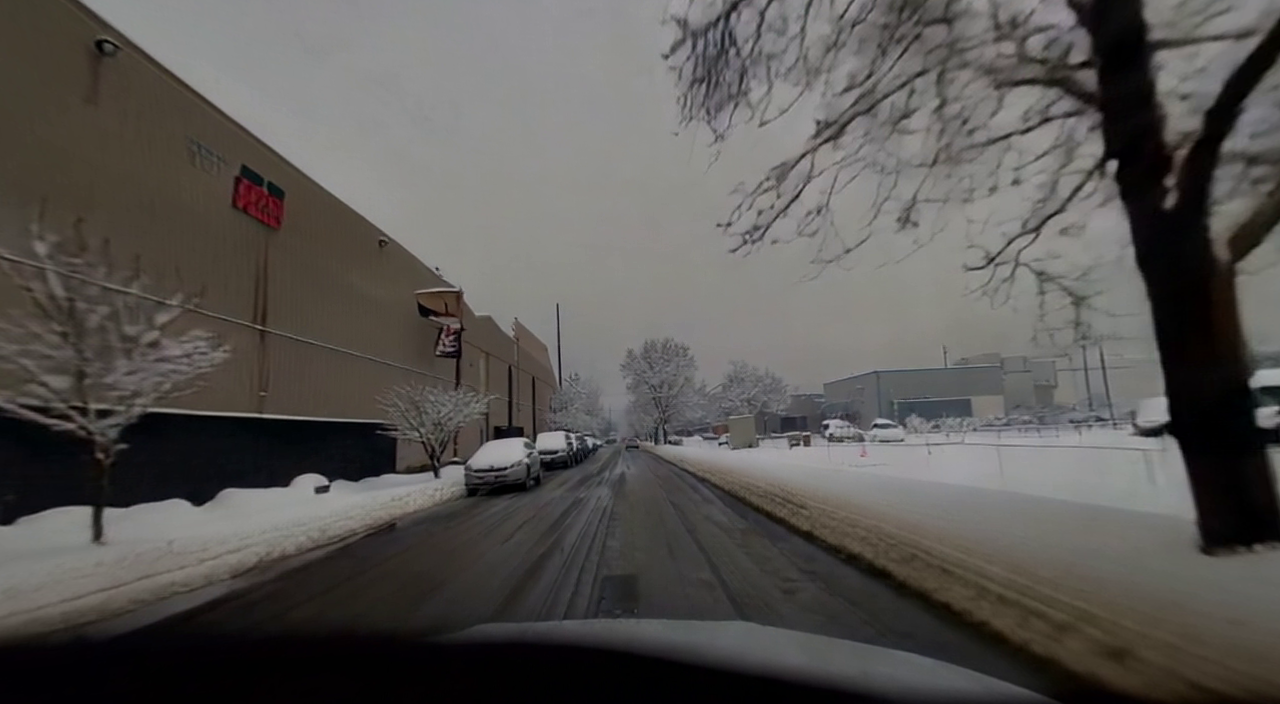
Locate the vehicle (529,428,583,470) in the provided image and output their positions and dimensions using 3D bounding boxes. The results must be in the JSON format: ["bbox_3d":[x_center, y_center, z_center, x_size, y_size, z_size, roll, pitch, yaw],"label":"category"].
[{"bbox_3d":[-4.308,5.141,33.059,2.161,1.843,5.181,-4,-10,-2],"label":"vehicle"}]

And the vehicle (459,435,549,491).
[{"bbox_3d":[-4.393,3.686,21.068,2.040,1.501,4.440,-4,-9,-1],"label":"vehicle"}]
